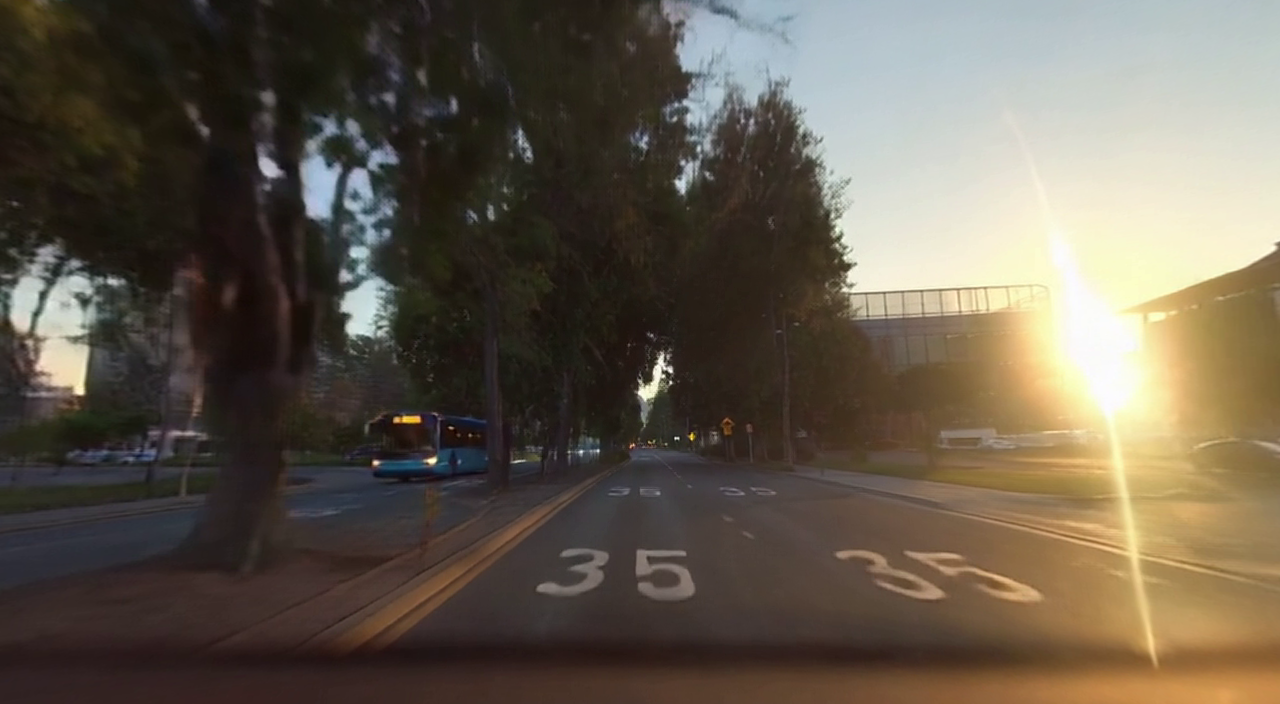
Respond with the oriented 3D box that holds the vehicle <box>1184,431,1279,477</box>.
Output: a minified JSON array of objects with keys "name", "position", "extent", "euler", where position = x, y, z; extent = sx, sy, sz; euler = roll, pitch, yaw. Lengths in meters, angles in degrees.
[{"name":"vehicle","position":[21.080,3.344,20.753],"extent":[4.404,1.440,1.900],"euler":[-1,-8,3]}]

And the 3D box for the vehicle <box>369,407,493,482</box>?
[{"name":"vehicle","position":[-10.776,5.000,34.038],"extent":[3.052,3.397,10.003],"euler":[0,-8,1]}]
